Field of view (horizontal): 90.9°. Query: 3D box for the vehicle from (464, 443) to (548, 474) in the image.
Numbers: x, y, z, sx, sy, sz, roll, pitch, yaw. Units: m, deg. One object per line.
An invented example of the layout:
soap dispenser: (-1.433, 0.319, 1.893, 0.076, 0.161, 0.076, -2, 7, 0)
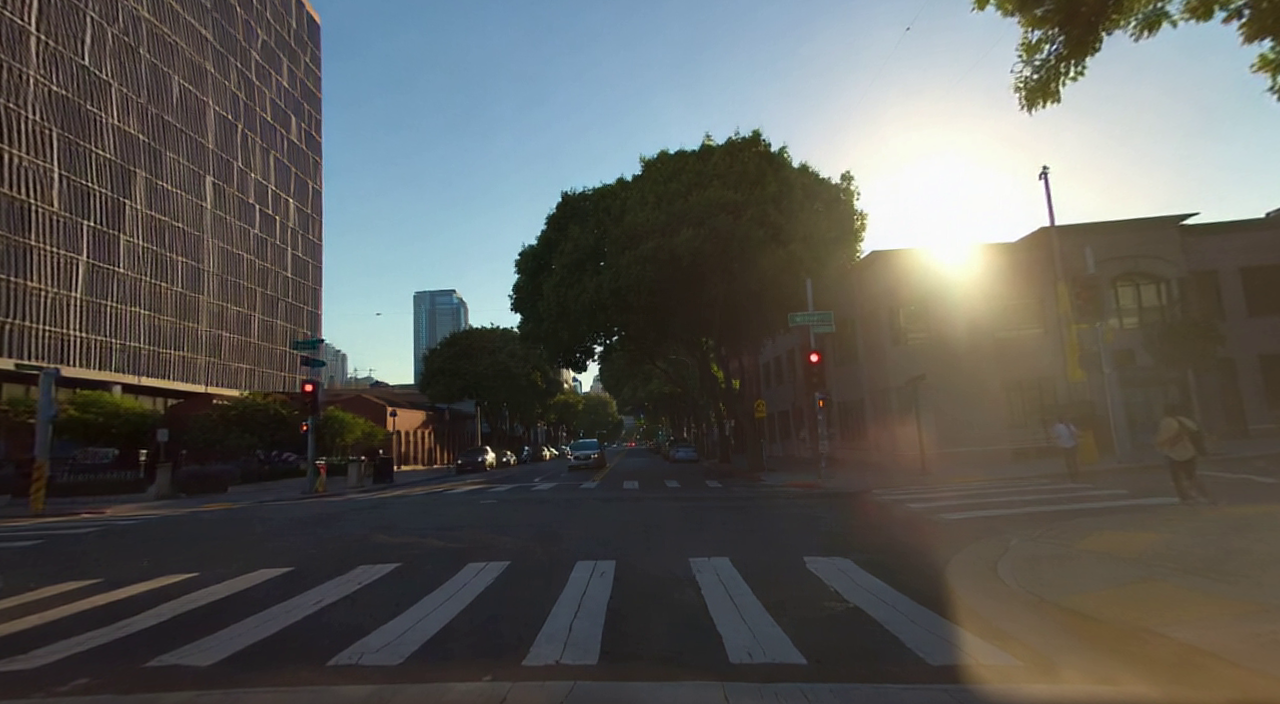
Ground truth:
vehicle: (-8.020, 6.362, 38.015, 4.526, 1.726, 1.963, 8, -12, -44)

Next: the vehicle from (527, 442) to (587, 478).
vehicle: (-3.666, 4.846, 28.633, 1.989, 1.481, 4.500, 0, -8, 1)

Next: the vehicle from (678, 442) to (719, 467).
vehicle: (3.544, 6.276, 38.857, 1.853, 1.426, 4.160, 1, -8, -3)
